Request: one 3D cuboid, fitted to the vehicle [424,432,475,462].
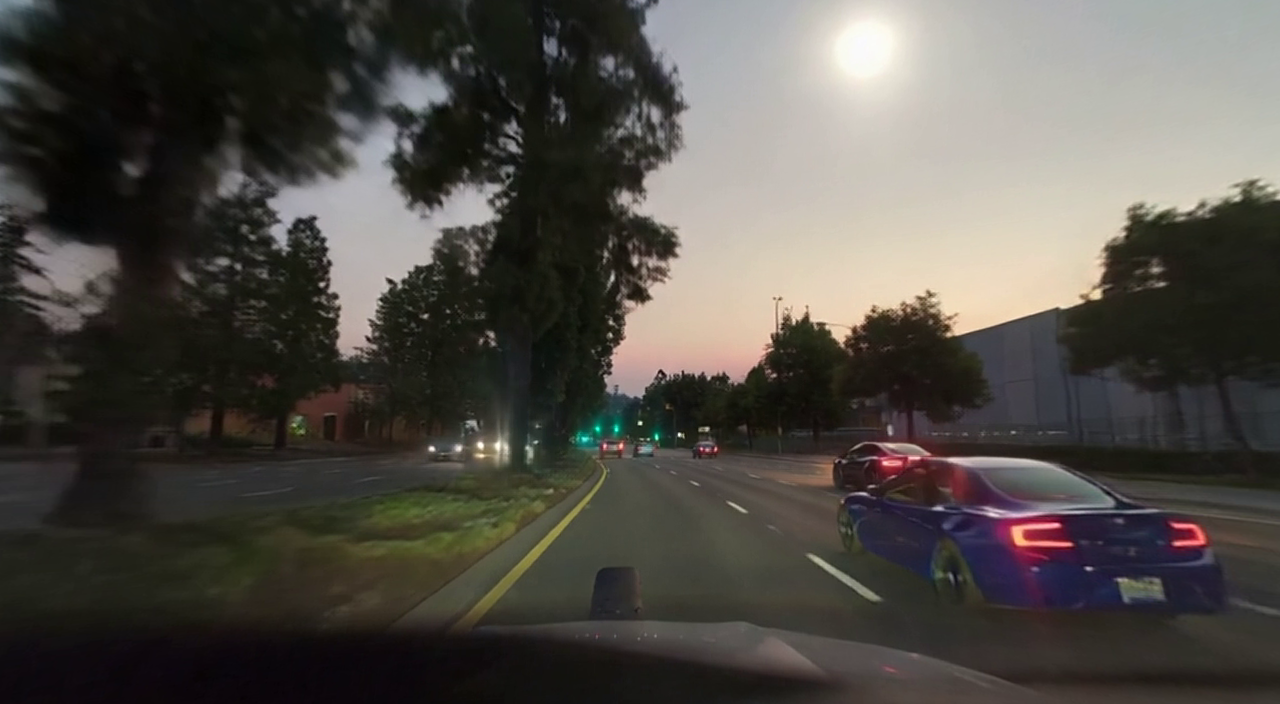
[{"bbox_3d":[-11.757,5.910,39.288,2.048,1.738,4.520,1,-8,-4],"label":"vehicle"}]

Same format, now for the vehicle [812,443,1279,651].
[{"bbox_3d":[3.418,1.620,6.434,1.990,1.347,4.388,0,-8,-2],"label":"vehicle"}]

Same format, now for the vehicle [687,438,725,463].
[{"bbox_3d":[4.660,7.085,45.462,1.931,1.685,4.054,1,-8,-6],"label":"vehicle"}]
